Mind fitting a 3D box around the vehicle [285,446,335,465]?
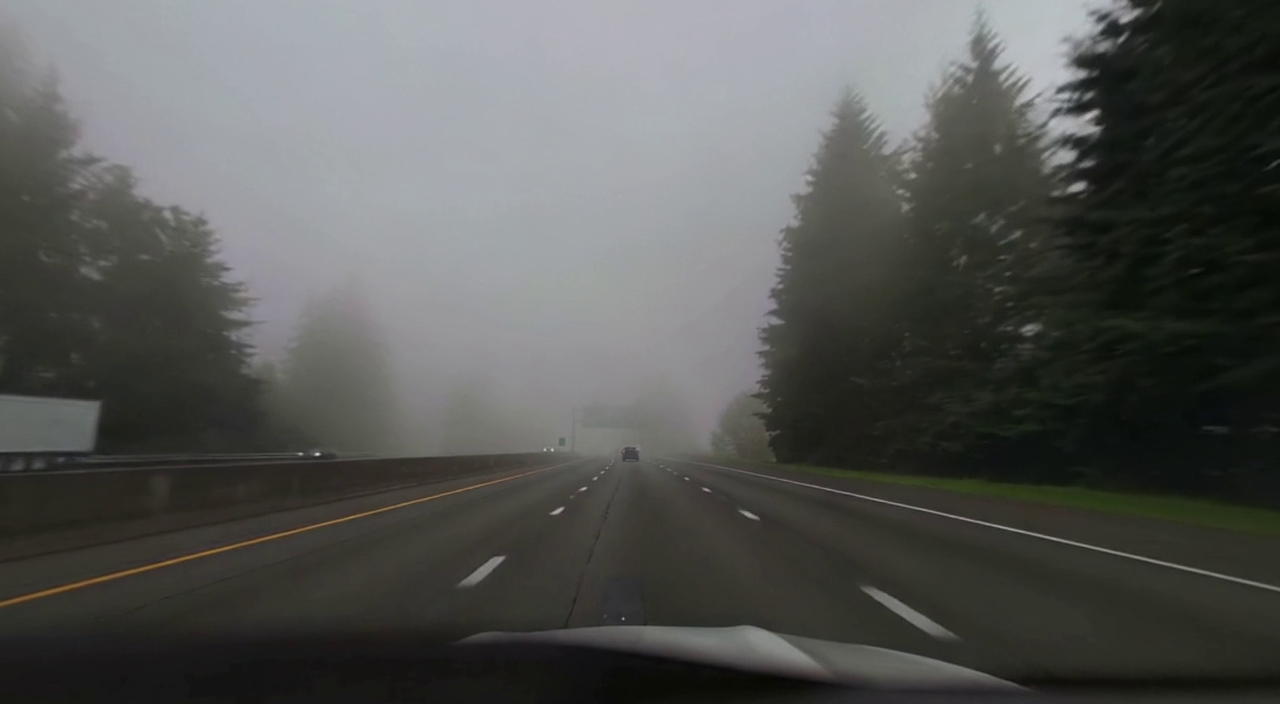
[{"bbox_3d":[-25.564,8.023,49.005,1.985,1.458,4.373,1,-9,-8],"label":"vehicle"}]
